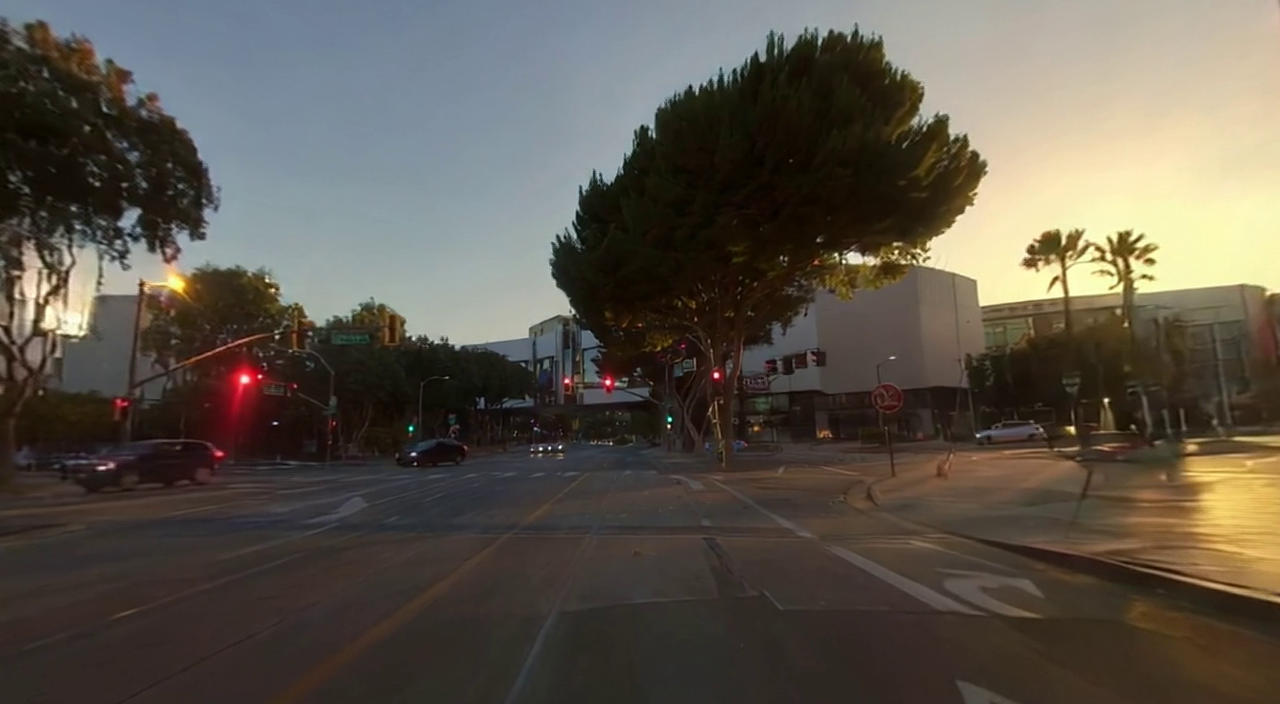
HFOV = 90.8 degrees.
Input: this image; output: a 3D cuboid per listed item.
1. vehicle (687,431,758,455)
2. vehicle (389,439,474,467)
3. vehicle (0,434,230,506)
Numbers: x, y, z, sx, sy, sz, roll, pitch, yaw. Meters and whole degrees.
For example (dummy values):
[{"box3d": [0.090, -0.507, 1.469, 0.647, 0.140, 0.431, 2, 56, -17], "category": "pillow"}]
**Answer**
[{"box3d": [5.790, 6.360, 44.226, 4.572, 1.599, 1.938, 4, -9, -24], "category": "vehicle"}, {"box3d": [-12.321, 5.996, 37.598, 1.912, 1.500, 4.577, -6, -10, 32], "category": "vehicle"}, {"box3d": [-13.306, 2.986, 16.432, 2.111, 1.598, 4.359, -1, -9, 5], "category": "vehicle"}]
